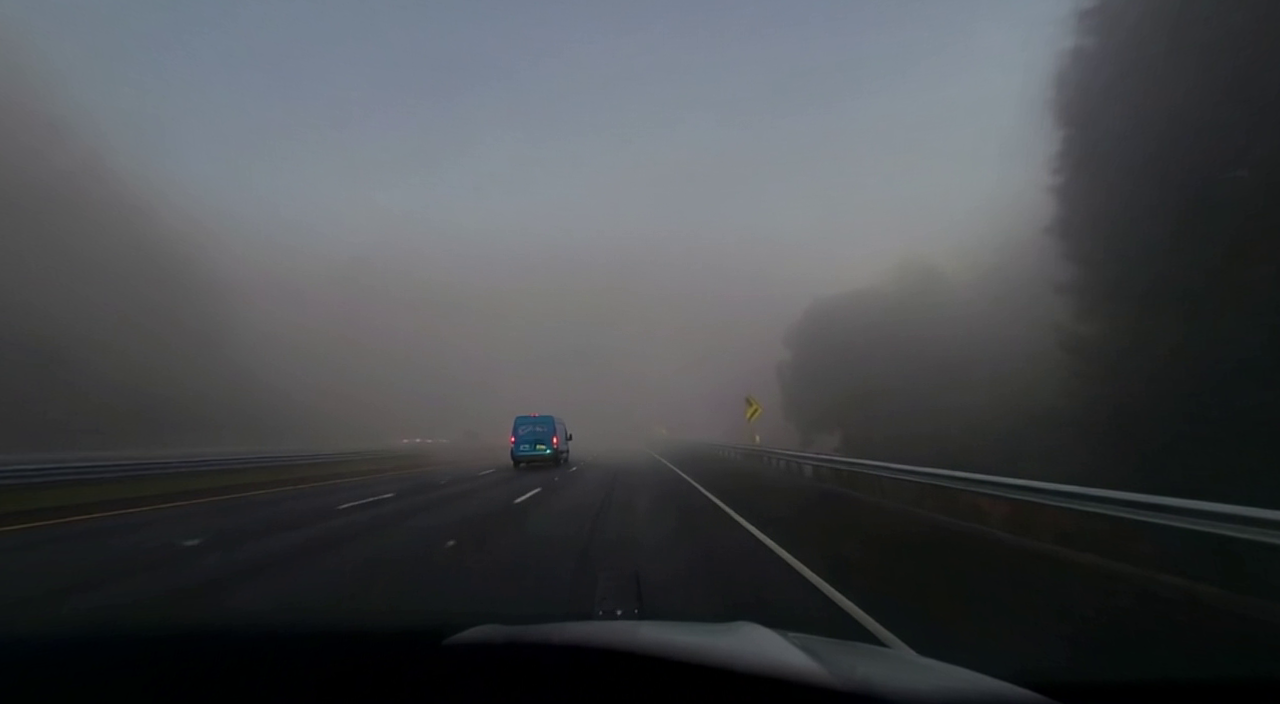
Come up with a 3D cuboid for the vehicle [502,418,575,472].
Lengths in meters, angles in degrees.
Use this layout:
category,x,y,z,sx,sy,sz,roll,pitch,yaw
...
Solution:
category,x,y,z,sx,sy,sz,roll,pitch,yaw
vehicle,-4.195,3.949,26.897,2.309,2.053,4.884,0,-8,0
